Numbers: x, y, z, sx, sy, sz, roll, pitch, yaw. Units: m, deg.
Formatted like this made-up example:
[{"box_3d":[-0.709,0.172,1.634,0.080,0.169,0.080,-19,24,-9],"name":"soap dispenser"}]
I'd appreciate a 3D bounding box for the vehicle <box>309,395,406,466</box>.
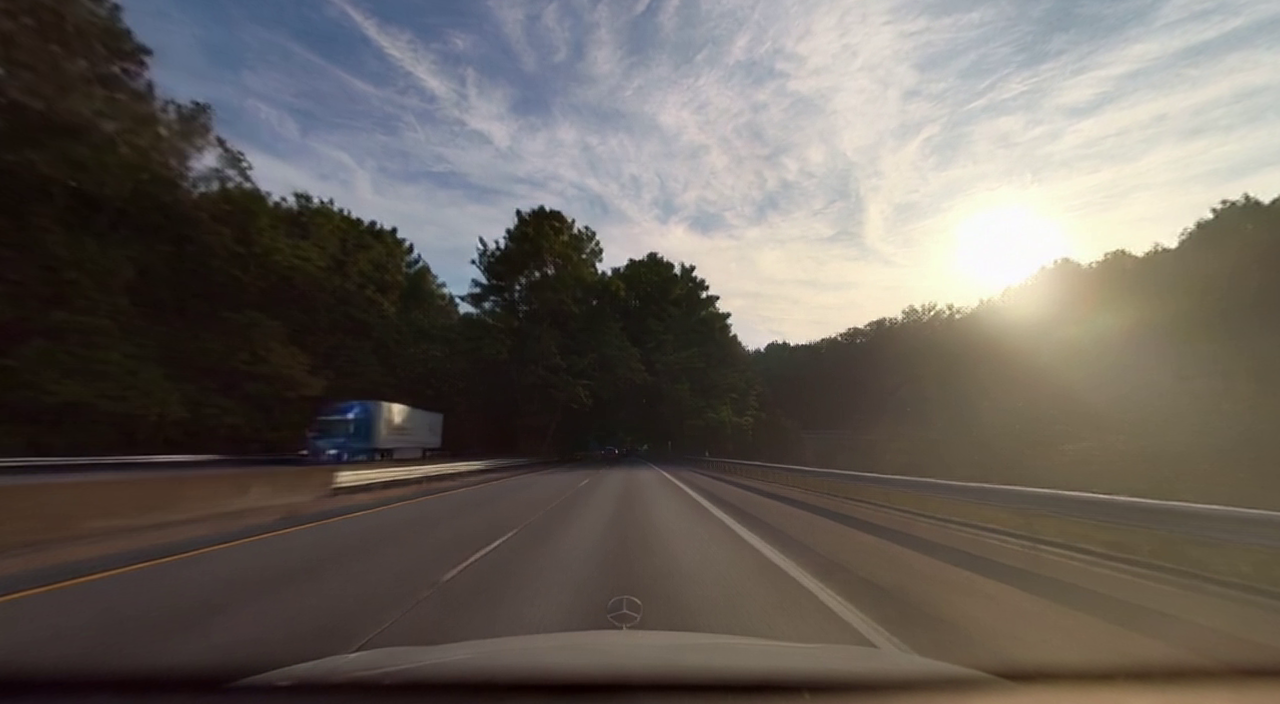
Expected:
[{"box_3d":[-17.005,4.910,38.525,2.992,3.936,6.525,0,-9,-2],"name":"vehicle"}]
